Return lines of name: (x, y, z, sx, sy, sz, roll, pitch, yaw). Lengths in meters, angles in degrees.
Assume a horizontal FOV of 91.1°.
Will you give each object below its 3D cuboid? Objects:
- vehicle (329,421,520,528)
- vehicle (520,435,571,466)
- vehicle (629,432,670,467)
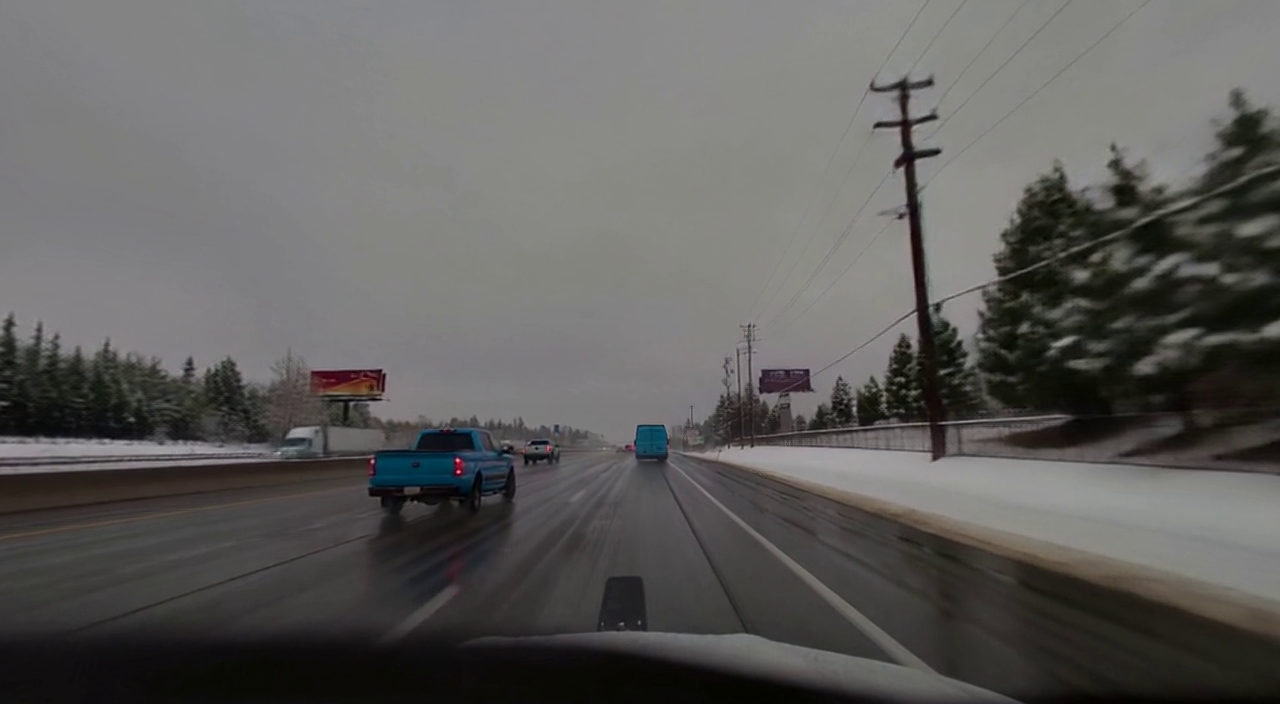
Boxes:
vehicle: (-4.006, 2.368, 12.748, 2.145, 1.730, 4.729, 0, -8, 1)
vehicle: (-6.882, 7.298, 46.758, 2.695, 2.084, 6.836, 0, -8, 1)
vehicle: (0.635, 6.866, 44.245, 2.692, 2.279, 5.695, 0, -8, 1)
